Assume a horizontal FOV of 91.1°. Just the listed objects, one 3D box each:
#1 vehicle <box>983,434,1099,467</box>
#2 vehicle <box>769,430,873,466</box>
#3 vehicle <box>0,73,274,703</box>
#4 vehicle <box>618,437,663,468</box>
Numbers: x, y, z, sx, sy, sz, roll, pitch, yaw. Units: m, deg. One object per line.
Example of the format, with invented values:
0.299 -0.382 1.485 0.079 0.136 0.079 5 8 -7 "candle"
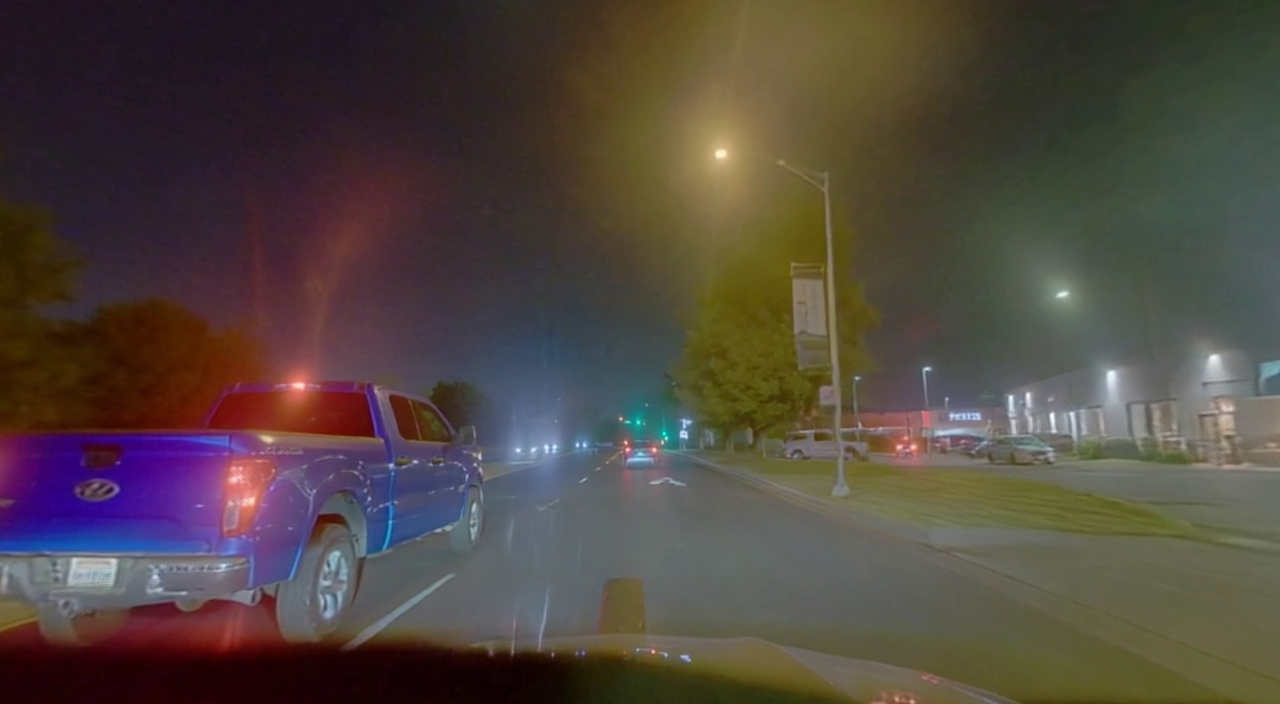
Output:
20.531 5.039 32.371 4.836 1.567 2.051 -5 -10 31 "vehicle"
9.403 4.988 32.627 5.109 1.735 1.997 4 -9 -25 "vehicle"
-3.510 0.182 0.833 2.733 2.495 5.037 0 -8 3 "vehicle"
0.023 5.318 33.359 2.191 1.530 4.470 0 -8 0 "vehicle"
